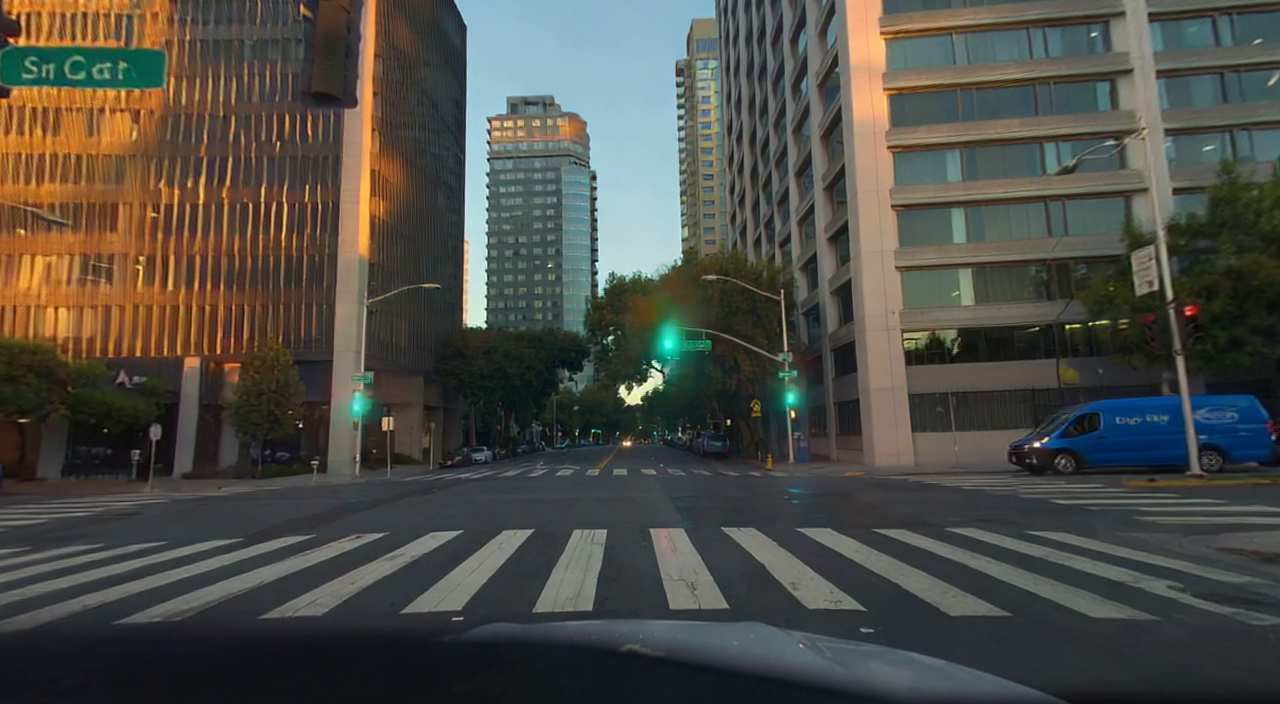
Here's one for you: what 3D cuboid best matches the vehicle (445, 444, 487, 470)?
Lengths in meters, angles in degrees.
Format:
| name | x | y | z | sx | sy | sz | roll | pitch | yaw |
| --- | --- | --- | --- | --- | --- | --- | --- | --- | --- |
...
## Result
| name | x | y | z | sx | sy | sz | roll | pitch | yaw |
| --- | --- | --- | --- | --- | --- | --- | --- | --- | --- |
| vehicle | -12.448 | 7.509 | 45.380 | 1.935 | 1.639 | 4.244 | -3 | -8 | -2 |

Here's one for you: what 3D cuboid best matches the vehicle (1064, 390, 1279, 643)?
| name | x | y | z | sx | sy | sz | roll | pitch | yaw |
| --- | --- | --- | --- | --- | --- | --- | --- | --- | --- |
| vehicle | 5.648 | 1.138 | 4.251 | 2.070 | 1.804 | 4.881 | 0 | -8 | -1 |
